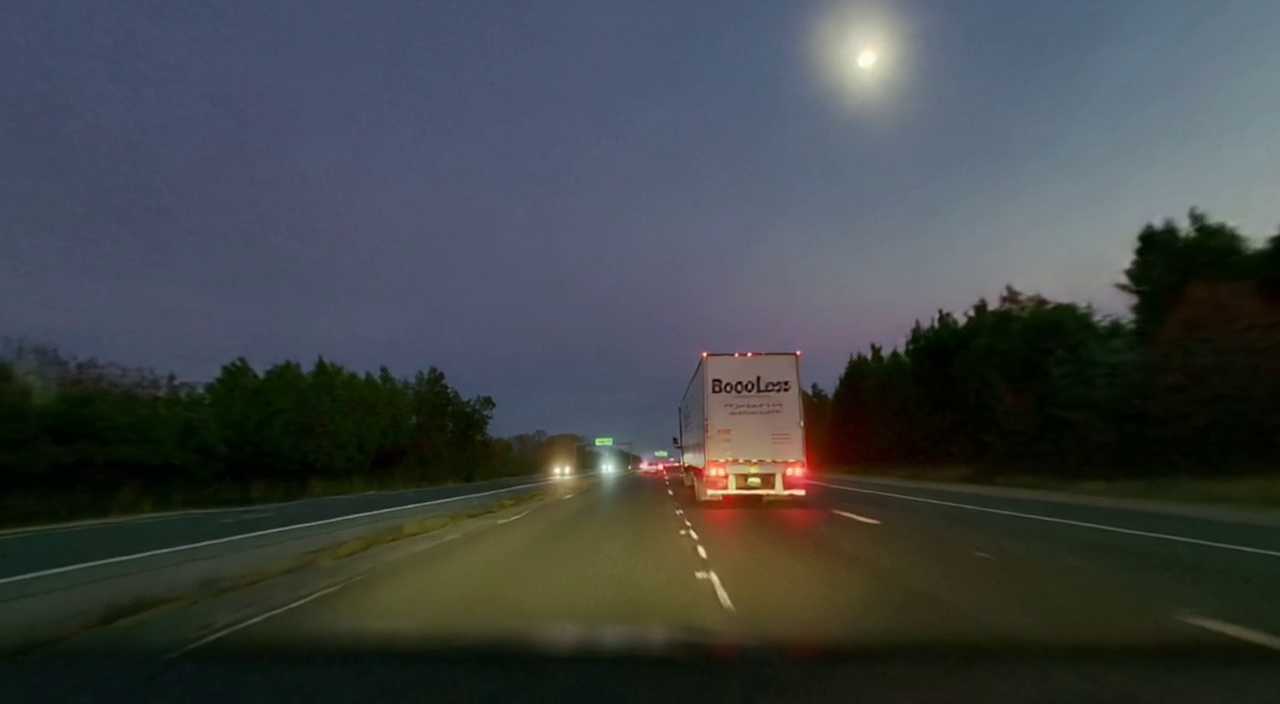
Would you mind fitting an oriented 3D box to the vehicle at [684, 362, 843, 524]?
[{"bbox_3d":[3.709,3.630,24.598,3.537,4.071,17.399,-1,-9,3],"label":"vehicle"}]
